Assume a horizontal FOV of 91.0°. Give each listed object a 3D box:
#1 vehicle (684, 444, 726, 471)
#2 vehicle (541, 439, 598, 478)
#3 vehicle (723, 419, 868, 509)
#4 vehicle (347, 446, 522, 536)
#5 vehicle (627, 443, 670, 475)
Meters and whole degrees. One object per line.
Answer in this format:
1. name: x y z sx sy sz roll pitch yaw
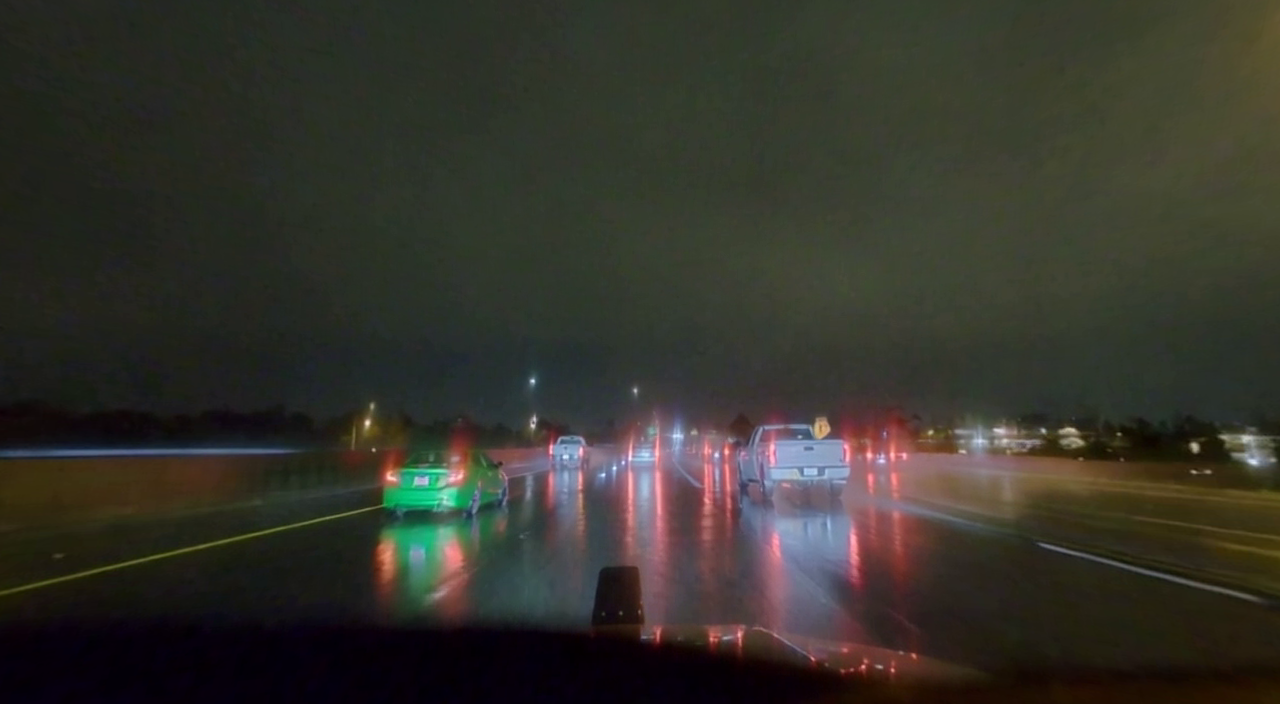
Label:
1. vehicle: 4.050 6.652 39.889 2.145 1.636 4.437 0 -9 -1
2. vehicle: -3.444 5.302 31.628 2.176 1.783 4.799 0 -9 2
3. vehicle: 3.745 2.845 16.493 2.340 1.925 5.529 0 -9 -1
4. vehicle: -3.733 2.581 12.377 1.947 1.424 4.264 0 -9 1
5. vehicle: 0.446 5.754 34.049 2.147 1.572 4.094 0 -9 0
